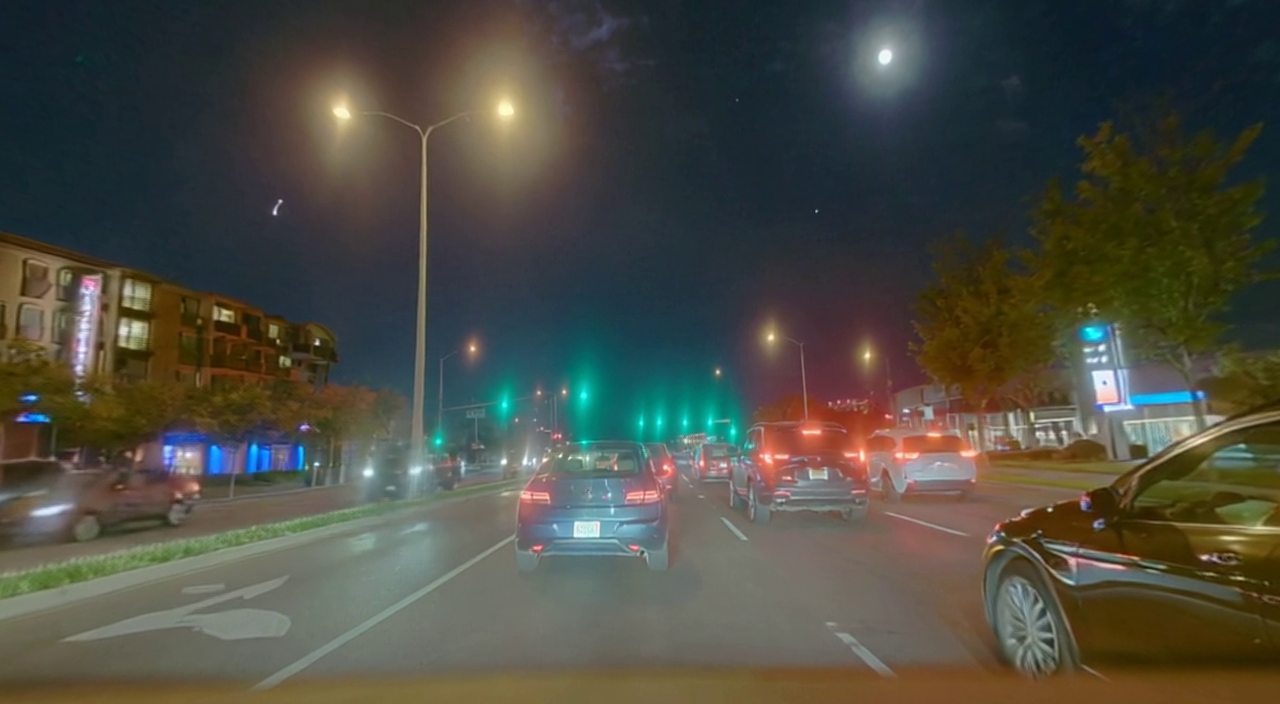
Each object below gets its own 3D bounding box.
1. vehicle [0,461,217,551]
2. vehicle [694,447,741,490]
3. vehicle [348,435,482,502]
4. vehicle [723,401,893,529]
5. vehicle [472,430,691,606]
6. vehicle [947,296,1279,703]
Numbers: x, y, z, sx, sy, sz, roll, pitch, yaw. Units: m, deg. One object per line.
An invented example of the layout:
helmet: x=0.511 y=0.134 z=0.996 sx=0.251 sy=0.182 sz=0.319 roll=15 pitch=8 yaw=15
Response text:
vehicle: x=-12.729 y=3.473 z=14.891 sx=2.005 sy=1.660 sz=4.676 roll=0 pitch=-9 yaw=1
vehicle: x=3.219 y=4.911 z=26.772 sx=1.518 sy=1.650 sz=4.408 roll=0 pitch=-9 yaw=1
vehicle: x=-8.632 y=4.526 z=25.009 sx=2.815 sy=2.263 sz=6.416 roll=0 pitch=-9 yaw=1
vehicle: x=3.658 y=2.643 z=15.213 sx=2.516 sy=2.481 sz=5.766 roll=0 pitch=-9 yaw=0
vehicle: x=-0.536 y=1.912 z=8.147 sx=2.111 sy=1.676 sz=4.018 roll=0 pitch=-9 yaw=1
vehicle: x=3.159 y=0.809 z=2.165 sx=1.982 sy=1.960 sz=4.427 roll=0 pitch=-9 yaw=1
